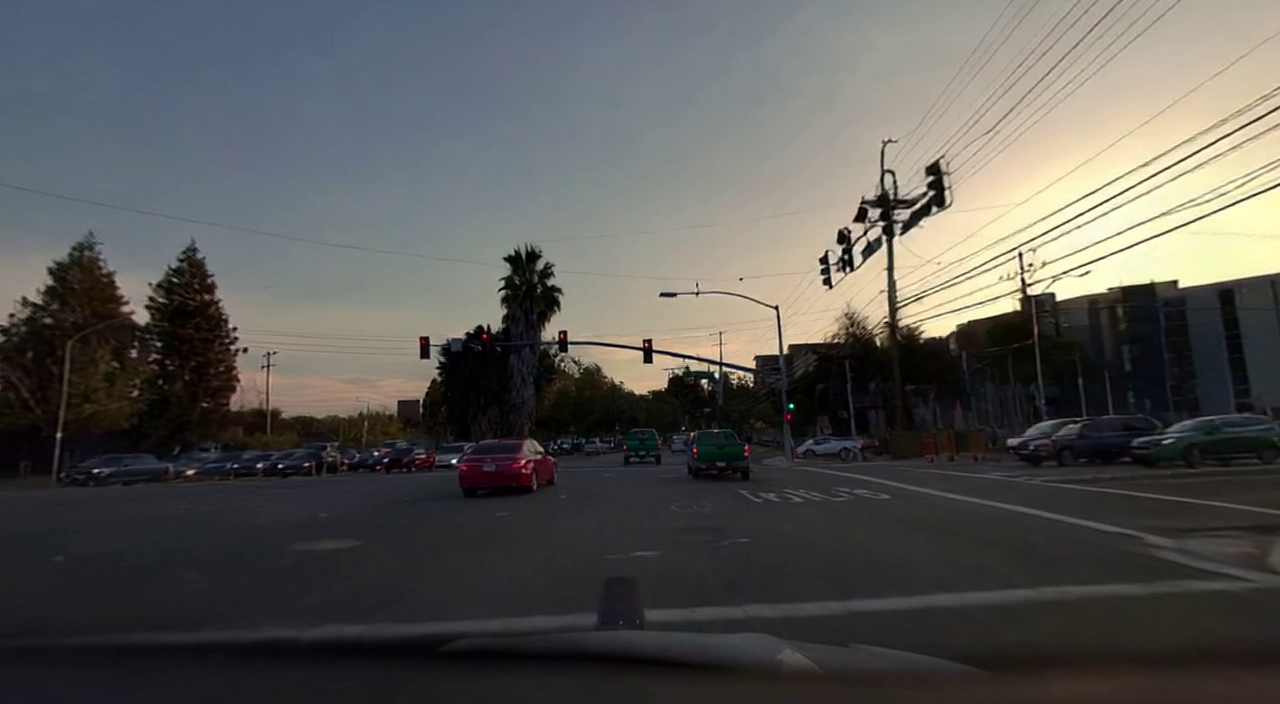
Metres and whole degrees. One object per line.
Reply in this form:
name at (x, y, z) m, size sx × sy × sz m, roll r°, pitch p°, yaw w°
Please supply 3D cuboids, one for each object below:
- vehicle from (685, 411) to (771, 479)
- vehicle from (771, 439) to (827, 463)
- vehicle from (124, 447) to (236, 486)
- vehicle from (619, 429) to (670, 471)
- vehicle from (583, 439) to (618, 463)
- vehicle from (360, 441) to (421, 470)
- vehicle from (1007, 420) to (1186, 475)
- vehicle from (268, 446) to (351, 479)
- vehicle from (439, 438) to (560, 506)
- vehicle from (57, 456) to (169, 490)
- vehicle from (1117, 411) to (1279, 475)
vehicle at (3.728, 4.184, 28.463) m, size 2.905 × 2.636 × 6.895 m, roll 0°, pitch -8°, yaw 1°
vehicle at (11.644, 7.283, 46.499) m, size 2.010 × 1.633 × 4.246 m, roll 2°, pitch -9°, yaw -17°
vehicle at (-24.421, 6.068, 33.815) m, size 2.224 × 1.759 × 4.994 m, roll -4°, pitch -9°, yaw 0°
vehicle at (0.342, 5.493, 35.488) m, size 2.643 × 2.145 × 5.585 m, roll -1°, pitch -9°, yaw 3°
vehicle at (-3.013, 7.620, 48.634) m, size 2.273 × 1.749 × 4.385 m, roll 0°, pitch -9°, yaw 2°
vehicle at (-17.353, 7.236, 44.292) m, size 2.000 × 1.894 × 5.301 m, roll 0°, pitch -9°, yaw 1°
vehicle at (15.467, 3.273, 21.533) m, size 4.681 × 1.756 × 2.109 m, roll 2°, pitch -9°, yaw -9°
vehicle at (-17.946, 5.988, 34.599) m, size 1.958 × 1.683 × 4.559 m, roll 0°, pitch -9°, yaw 2°
vehicle at (-3.403, 3.002, 16.289) m, size 1.939 × 1.494 × 4.499 m, roll 0°, pitch -9°, yaw 2°
vehicle at (-28.014, 6.414, 33.815) m, size 1.985 × 1.609 × 4.536 m, roll -1°, pitch -9°, yaw 1°
vehicle at (17.411, 2.757, 18.949) m, size 4.782 × 1.768 × 2.152 m, roll 2°, pitch -9°, yaw -11°
